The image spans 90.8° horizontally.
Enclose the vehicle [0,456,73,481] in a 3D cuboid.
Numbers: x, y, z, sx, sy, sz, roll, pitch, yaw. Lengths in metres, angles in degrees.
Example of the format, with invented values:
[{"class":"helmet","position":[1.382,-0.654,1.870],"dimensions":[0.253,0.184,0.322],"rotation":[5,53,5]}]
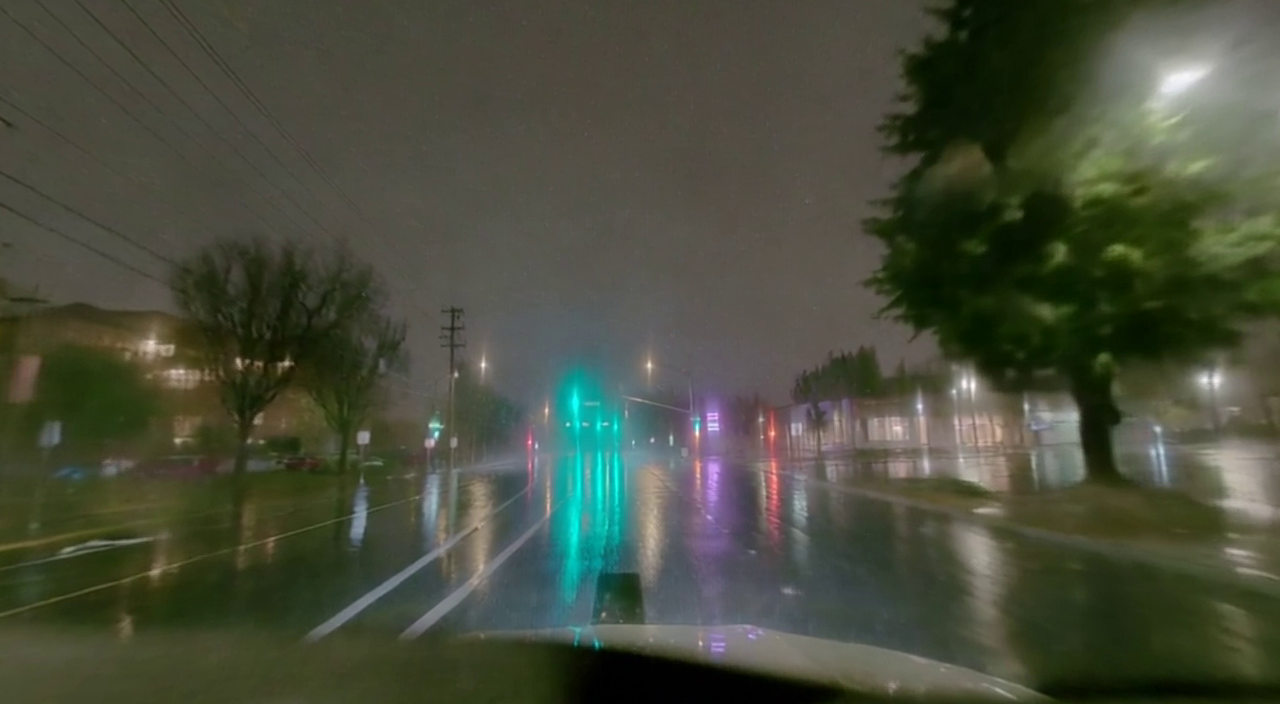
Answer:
[{"class":"vehicle","position":[-40.163,7.588,41.079],"dimensions":[4.333,1.513,2.071],"rotation":[2,-9,-12]}]

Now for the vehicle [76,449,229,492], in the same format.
[{"class":"vehicle","position":[-24.103,5.841,31.464],"dimensions":[5.473,1.957,2.253],"rotation":[1,-9,-7]}]
